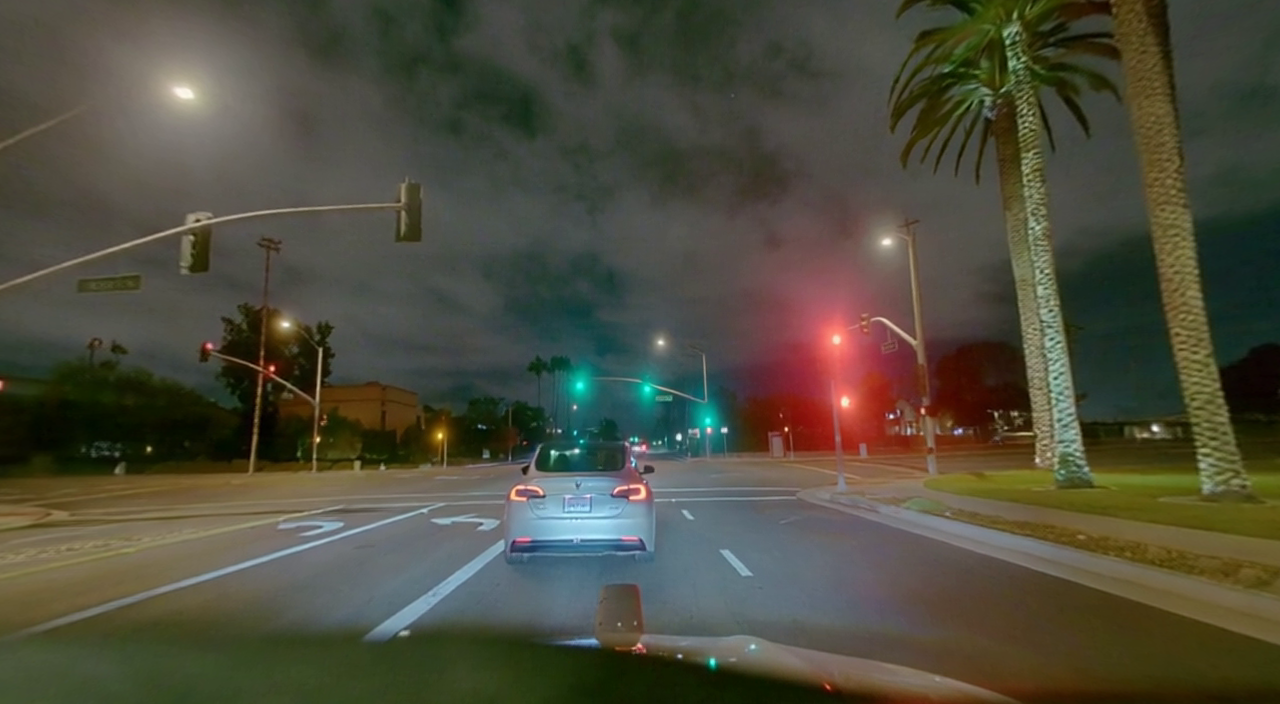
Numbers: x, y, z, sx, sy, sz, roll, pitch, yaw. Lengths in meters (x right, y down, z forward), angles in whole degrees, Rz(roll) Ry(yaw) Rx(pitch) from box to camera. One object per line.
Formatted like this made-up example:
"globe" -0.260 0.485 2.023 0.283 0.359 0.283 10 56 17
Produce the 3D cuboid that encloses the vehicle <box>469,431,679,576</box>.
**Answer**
"vehicle" -0.723 1.884 8.719 2.152 1.478 4.229 0 -8 -1
